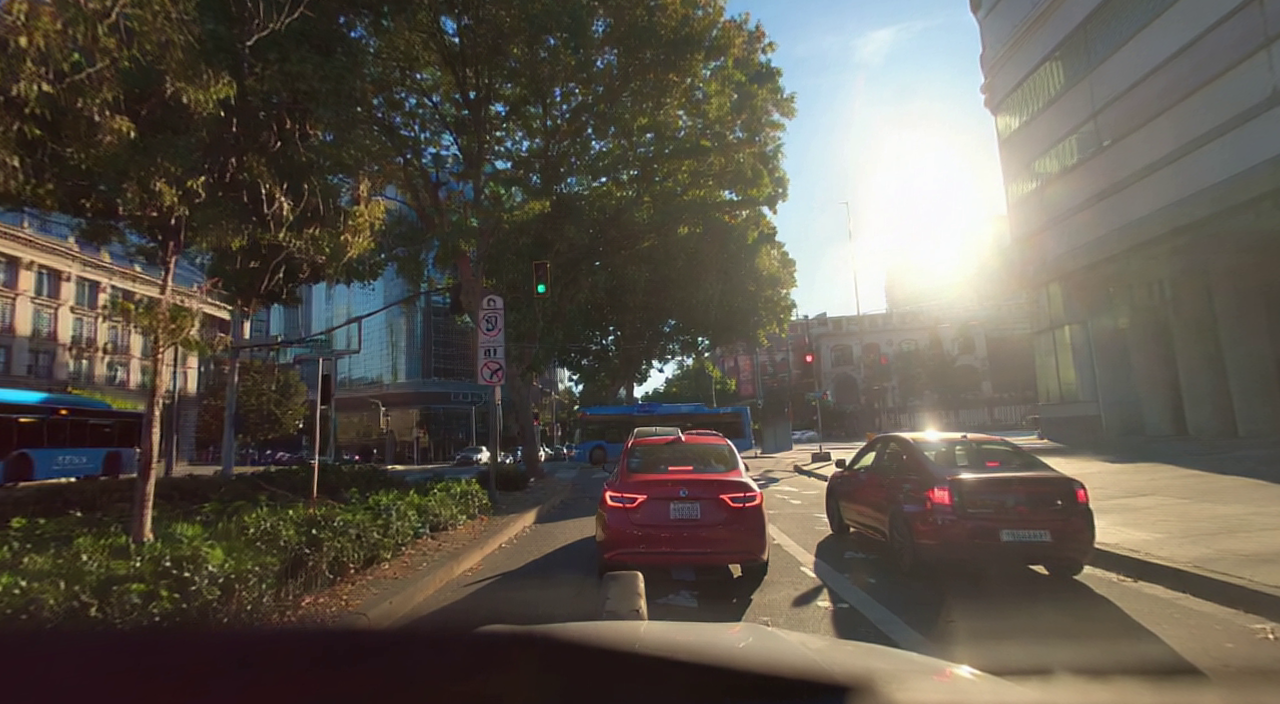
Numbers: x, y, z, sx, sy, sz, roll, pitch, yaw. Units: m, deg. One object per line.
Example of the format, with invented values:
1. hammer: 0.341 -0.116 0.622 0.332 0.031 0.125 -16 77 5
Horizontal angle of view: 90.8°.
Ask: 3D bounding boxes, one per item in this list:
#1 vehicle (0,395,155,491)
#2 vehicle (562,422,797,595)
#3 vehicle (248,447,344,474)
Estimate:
1. vehicle: -25.952 3.650 25.329 2.692 3.685 10.153 -3 -9 20
2. vehicle: 0.372 1.629 7.392 2.006 1.470 3.799 0 -8 1
3. vehicle: -20.328 6.383 37.602 1.883 1.461 4.830 -4 -9 23
